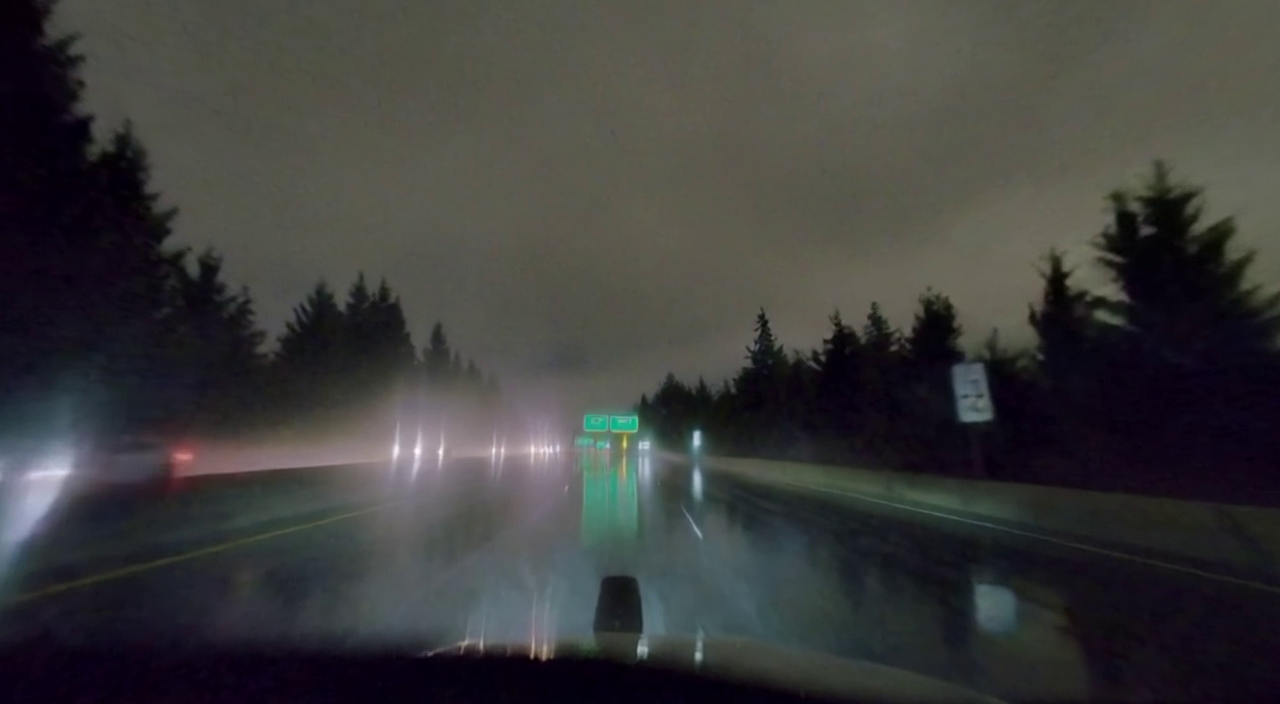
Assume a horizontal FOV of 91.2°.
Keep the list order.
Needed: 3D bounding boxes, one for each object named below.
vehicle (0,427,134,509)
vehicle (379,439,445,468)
[{"bbox_3d":[-12.916,2.293,12.477,1.853,1.506,4.630,0,-9,-1],"label":"vehicle"},{"bbox_3d":[-13.192,5.934,36.610,2.021,1.545,4.889,0,-9,-1],"label":"vehicle"}]
